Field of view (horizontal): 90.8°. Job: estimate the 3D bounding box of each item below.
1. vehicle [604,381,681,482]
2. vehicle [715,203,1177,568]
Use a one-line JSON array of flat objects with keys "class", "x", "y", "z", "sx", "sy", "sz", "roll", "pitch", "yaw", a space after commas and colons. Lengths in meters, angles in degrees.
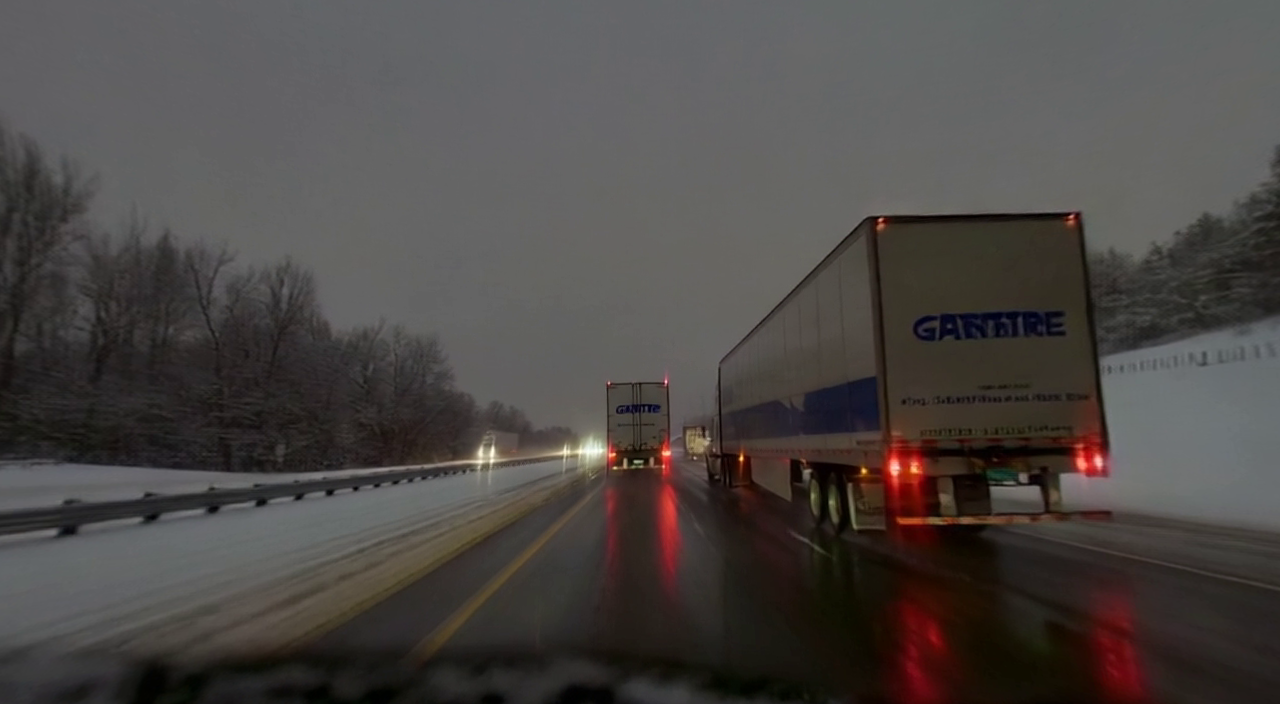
[{"class": "vehicle", "x": 0.135, "y": 3.723, "z": 28.672, "sx": 2.864, "sy": 3.805, "sz": 9.709, "roll": -1, "pitch": -9, "yaw": 1}, {"class": "vehicle", "x": 4.201, "y": 1.379, "z": 14.290, "sx": 3.044, "sy": 4.128, "sz": 14.482, "roll": 0, "pitch": -9, "yaw": -1}]
